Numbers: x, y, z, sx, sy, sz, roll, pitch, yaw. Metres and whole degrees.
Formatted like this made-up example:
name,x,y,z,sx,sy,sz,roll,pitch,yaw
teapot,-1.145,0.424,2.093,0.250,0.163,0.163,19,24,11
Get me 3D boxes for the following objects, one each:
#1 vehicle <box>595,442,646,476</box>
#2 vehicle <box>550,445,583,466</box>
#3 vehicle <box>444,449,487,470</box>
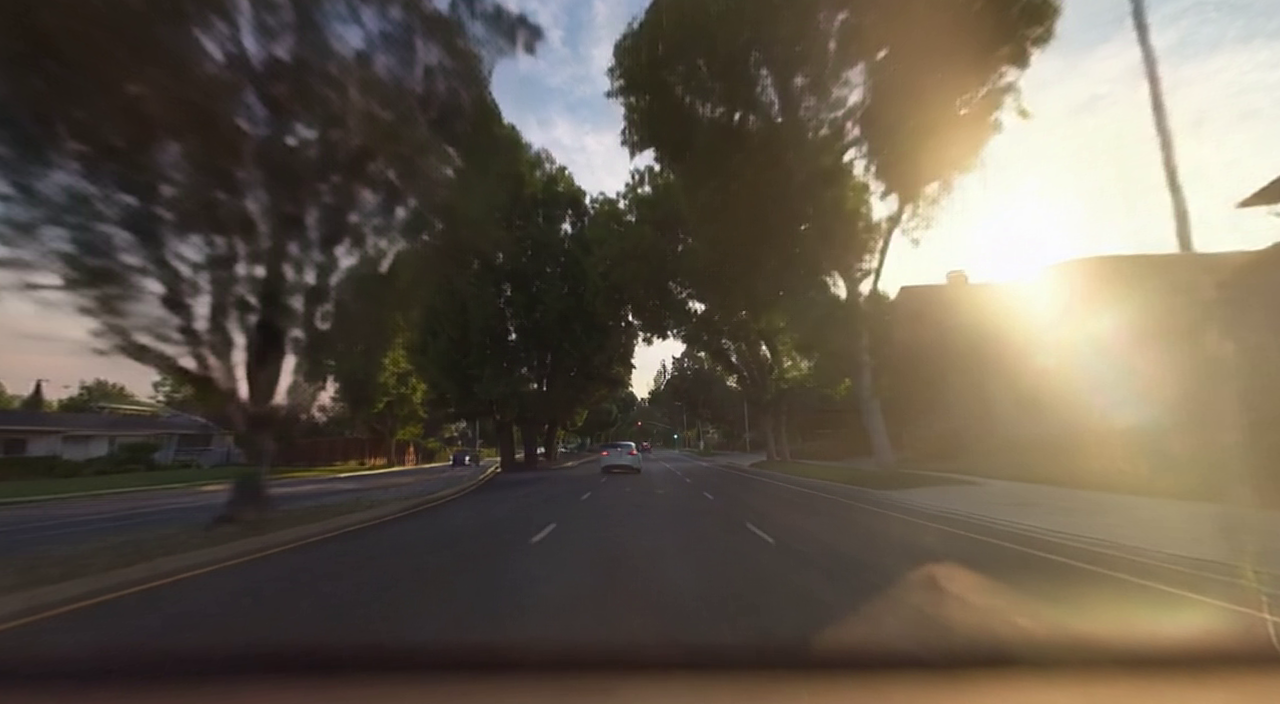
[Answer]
name,x,y,z,sx,sy,sz,roll,pitch,yaw
vehicle,-0.866,5.113,30.319,2.106,1.517,4.375,-1,-9,2
vehicle,-5.426,7.708,47.096,2.014,1.472,4.357,0,-9,-1
vehicle,-13.596,8.368,49.359,1.949,1.517,4.459,-1,-9,1
